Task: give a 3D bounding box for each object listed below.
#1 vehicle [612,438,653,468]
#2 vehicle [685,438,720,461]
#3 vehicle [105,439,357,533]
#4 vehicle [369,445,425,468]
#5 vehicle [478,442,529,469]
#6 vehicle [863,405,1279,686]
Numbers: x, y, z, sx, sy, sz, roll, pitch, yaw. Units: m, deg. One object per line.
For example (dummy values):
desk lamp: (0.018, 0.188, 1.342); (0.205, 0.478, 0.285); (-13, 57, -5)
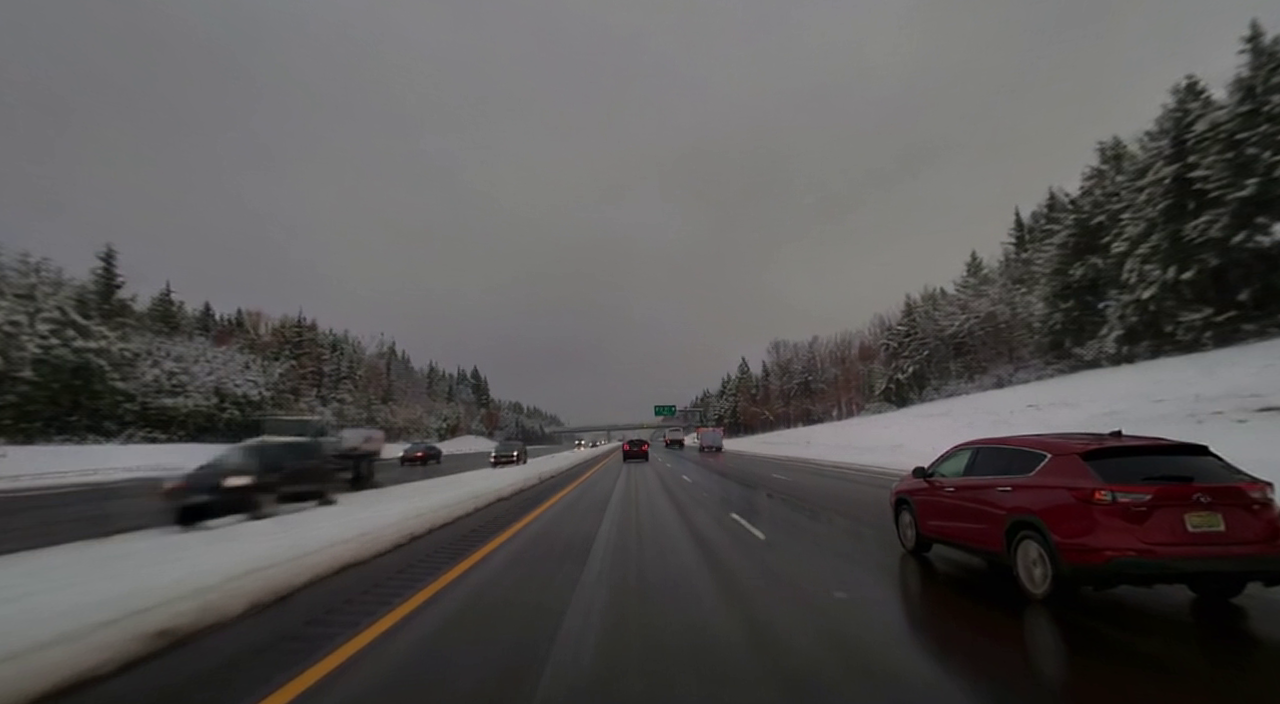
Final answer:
vehicle: (-0.411, 5.319, 33.455); (2.055, 1.466, 4.317); (0, -8, -1)
vehicle: (4.340, 6.822, 44.464); (1.995, 1.556, 3.893); (0, -8, -2)
vehicle: (-7.763, 2.526, 12.700); (2.012, 1.521, 4.593); (0, -8, 0)
vehicle: (-15.666, 6.730, 40.815); (1.916, 1.340, 4.281); (0, -8, 0)
vehicle: (-7.877, 5.996, 36.825); (1.929, 1.456, 4.458); (0, -8, 1)
vehicle: (3.940, 1.364, 5.825); (1.961, 1.495, 4.743); (0, -8, -1)
